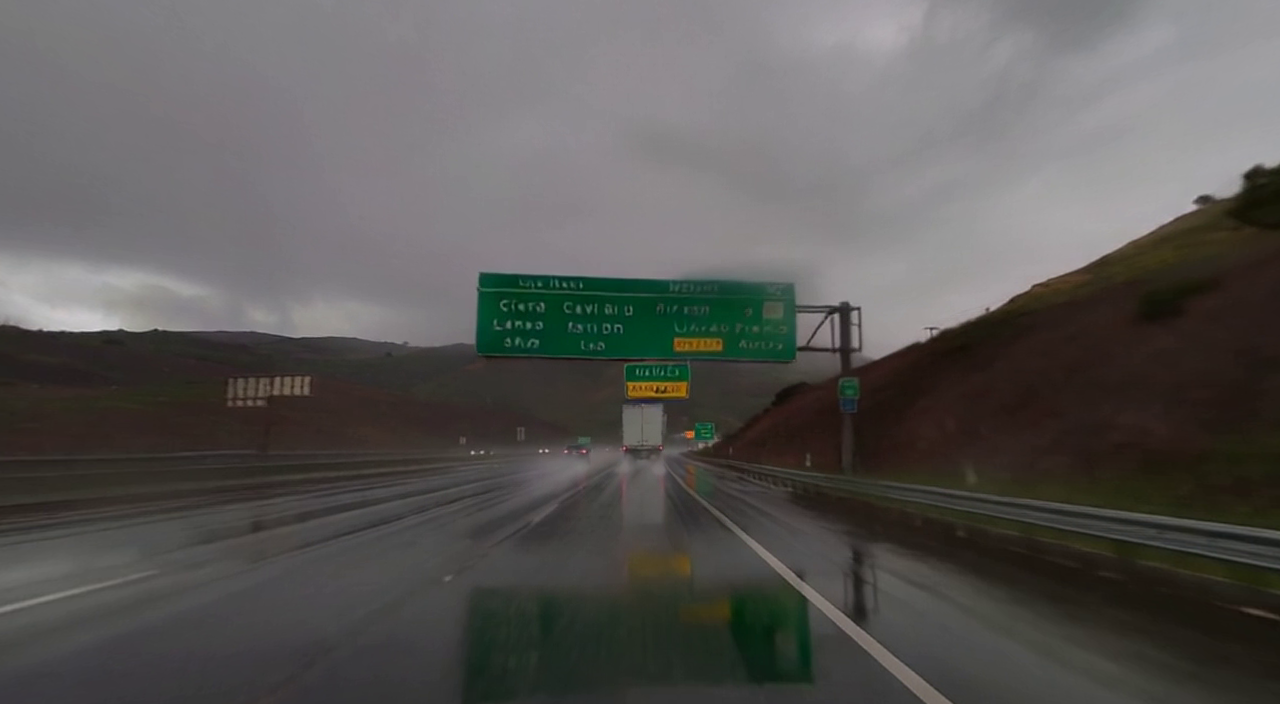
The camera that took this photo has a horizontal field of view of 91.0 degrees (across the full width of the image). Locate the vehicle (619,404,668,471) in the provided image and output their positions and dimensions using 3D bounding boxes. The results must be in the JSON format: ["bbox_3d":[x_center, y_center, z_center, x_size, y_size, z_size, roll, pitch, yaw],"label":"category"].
[{"bbox_3d":[0.324,6.195,45.183,3.039,4.131,11.822,-1,-9,1],"label":"vehicle"}]
